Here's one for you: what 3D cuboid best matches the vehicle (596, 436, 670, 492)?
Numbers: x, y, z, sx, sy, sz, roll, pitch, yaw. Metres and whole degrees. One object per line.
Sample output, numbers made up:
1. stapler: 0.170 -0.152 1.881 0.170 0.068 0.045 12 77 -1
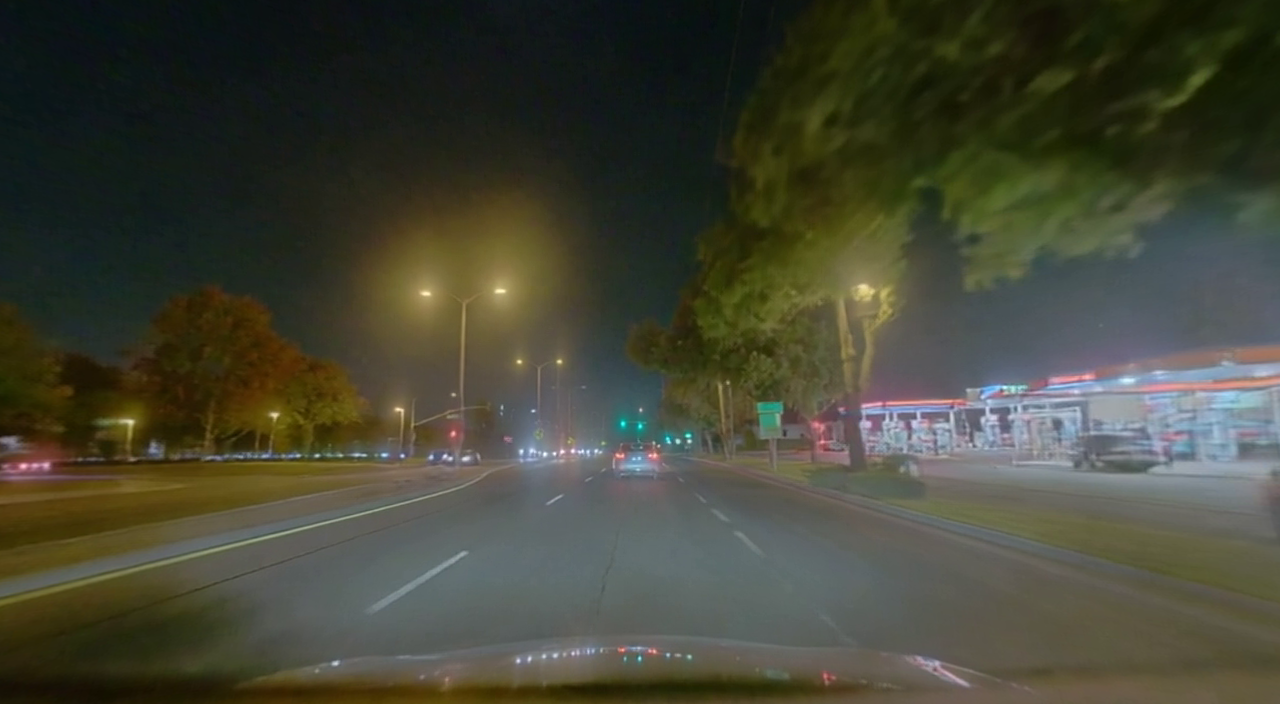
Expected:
1. vehicle: -0.177 3.490 19.973 2.062 1.519 4.214 1 -9 0
